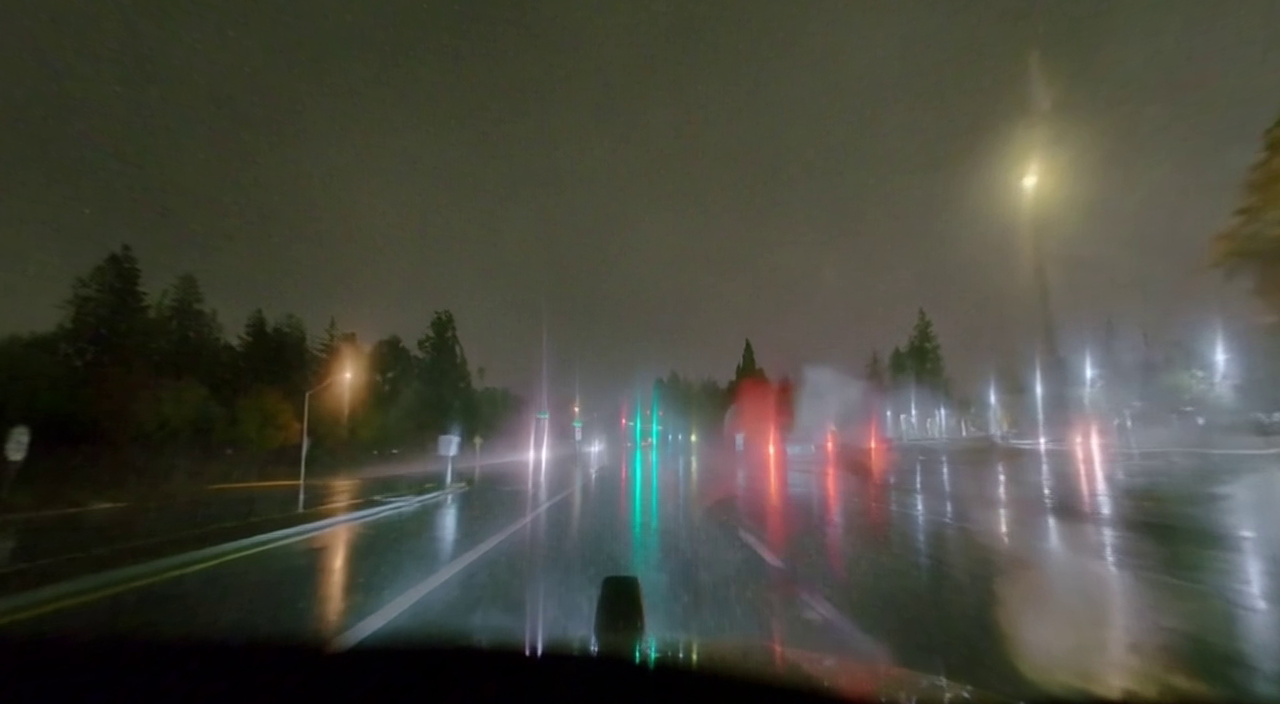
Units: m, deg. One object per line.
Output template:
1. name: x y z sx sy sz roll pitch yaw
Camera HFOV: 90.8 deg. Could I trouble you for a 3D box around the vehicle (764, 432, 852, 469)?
1. vehicle: 12.254 7.207 46.401 5.581 1.926 2.324 -6 -6 -3
